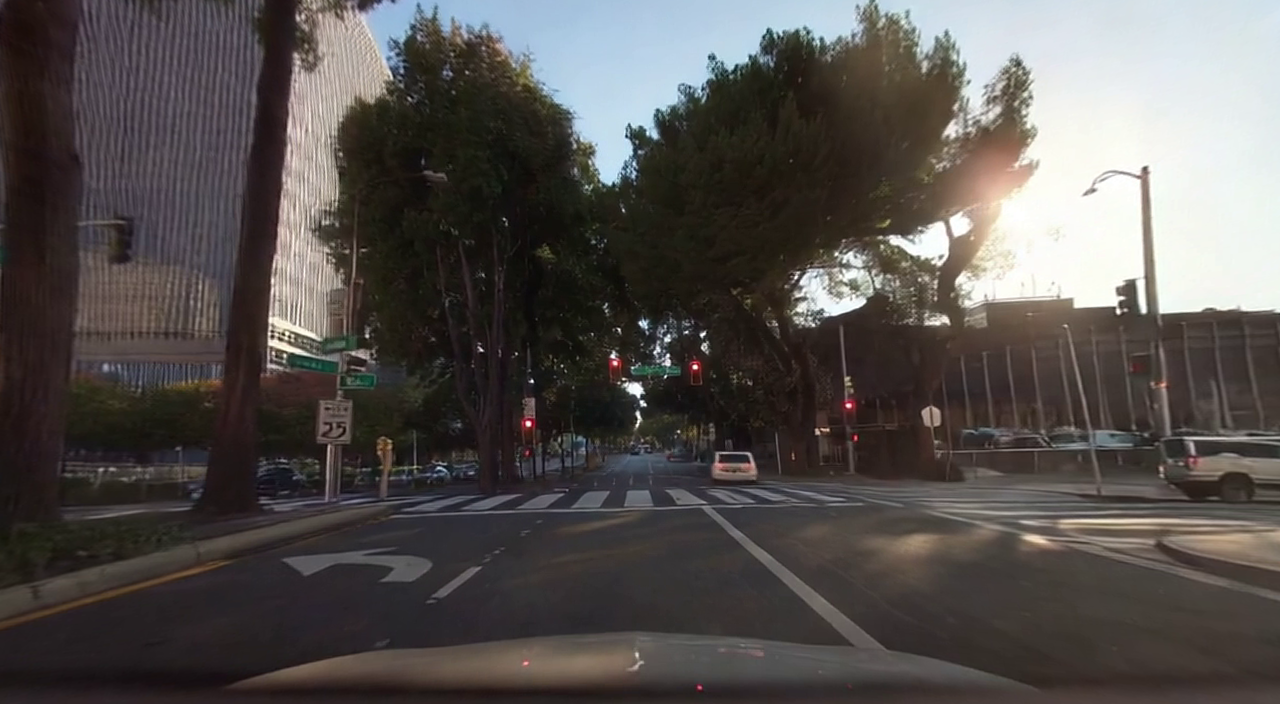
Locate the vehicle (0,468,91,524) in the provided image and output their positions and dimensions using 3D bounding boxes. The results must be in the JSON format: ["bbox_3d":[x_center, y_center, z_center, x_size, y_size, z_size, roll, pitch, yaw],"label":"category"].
[{"bbox_3d":[-21.075,4.680,20.953,4.758,1.549,2.194,-4,-9,21],"label":"vehicle"}]

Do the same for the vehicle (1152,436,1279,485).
[{"bbox_3d":[21.113,3.832,22.504,3.967,1.636,1.932,-1,-9,0],"label":"vehicle"}]
